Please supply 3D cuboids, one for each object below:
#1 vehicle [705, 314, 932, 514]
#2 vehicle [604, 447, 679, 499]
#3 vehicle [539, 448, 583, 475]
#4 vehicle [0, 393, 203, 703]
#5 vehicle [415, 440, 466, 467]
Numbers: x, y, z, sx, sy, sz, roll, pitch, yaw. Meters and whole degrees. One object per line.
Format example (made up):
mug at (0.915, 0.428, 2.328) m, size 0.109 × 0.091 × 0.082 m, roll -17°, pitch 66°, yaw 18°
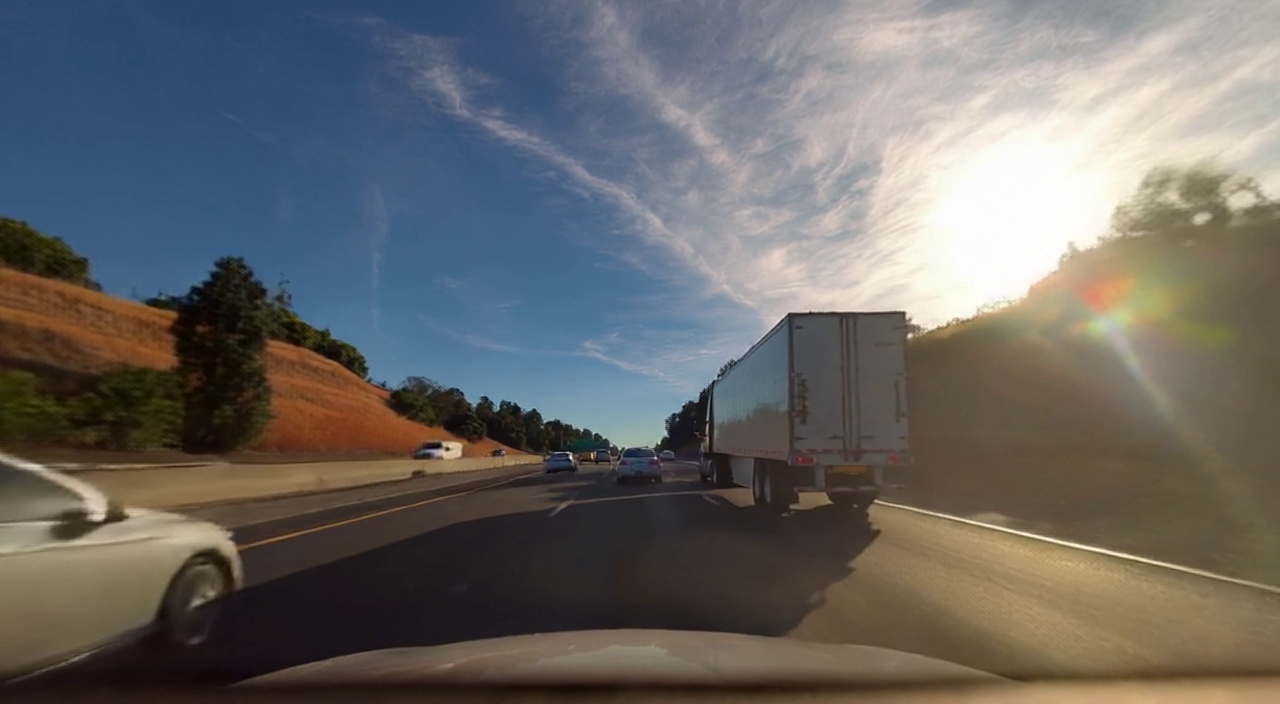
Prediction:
vehicle at (4.376, 2.341, 20.120) m, size 2.905 × 4.109 × 14.332 m, roll 0°, pitch -9°, yaw -1°
vehicle at (0.010, 3.595, 19.107) m, size 2.023 × 1.400 × 4.028 m, roll 0°, pitch -9°, yaw -1°
vehicle at (-4.482, 6.278, 36.339) m, size 2.017 × 1.460 × 4.382 m, roll 0°, pitch -9°, yaw -1°
vehicle at (-3.700, 0.798, 1.482) m, size 2.153 × 1.581 × 4.375 m, roll 0°, pitch -9°, yaw 0°
vehicle at (-12.814, 6.568, 40.789) m, size 1.915 × 1.643 × 4.268 m, roll 0°, pitch -9°, yaw -1°
